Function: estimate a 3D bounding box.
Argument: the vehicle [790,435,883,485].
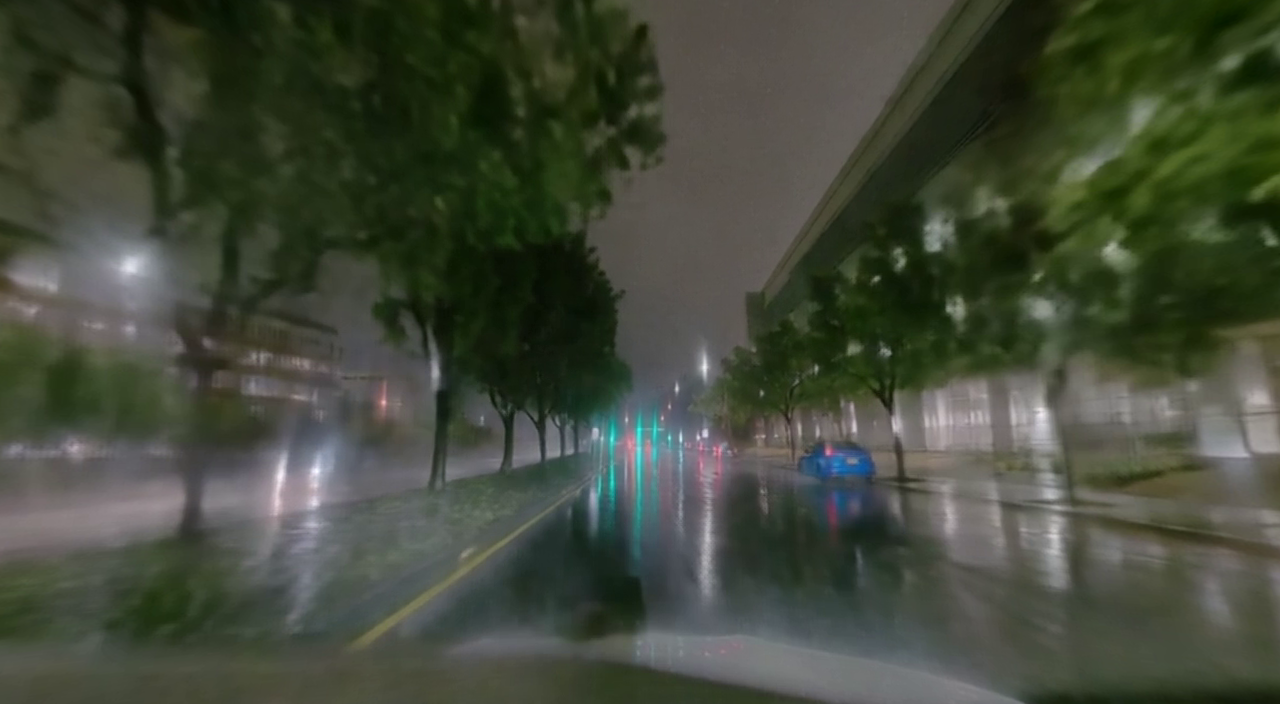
[{"bbox_3d":[7.846,4.369,25.826,2.167,1.848,4.713,0,-8,-1],"label":"vehicle"}]
